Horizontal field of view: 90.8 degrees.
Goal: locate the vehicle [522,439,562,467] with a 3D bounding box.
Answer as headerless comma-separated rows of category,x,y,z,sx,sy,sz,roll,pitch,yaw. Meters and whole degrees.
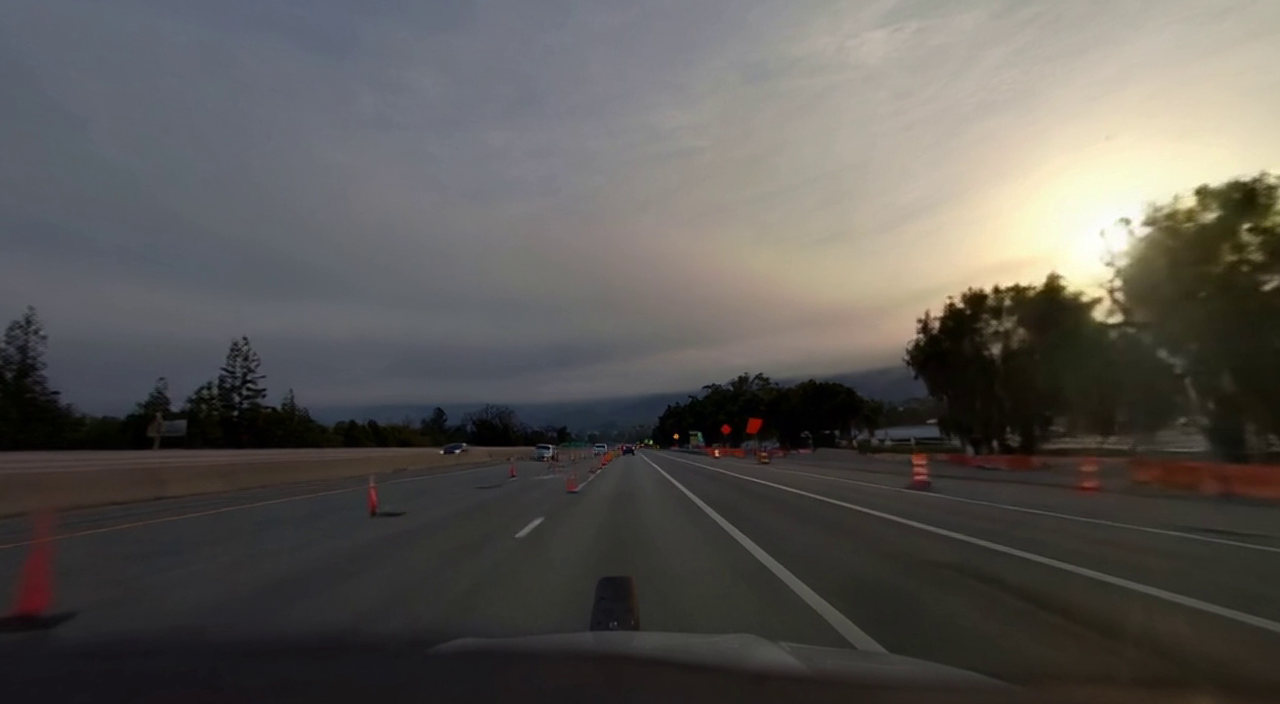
vehicle,-6.530,6.747,42.491,2.036,1.758,4.529,0,-9,0
